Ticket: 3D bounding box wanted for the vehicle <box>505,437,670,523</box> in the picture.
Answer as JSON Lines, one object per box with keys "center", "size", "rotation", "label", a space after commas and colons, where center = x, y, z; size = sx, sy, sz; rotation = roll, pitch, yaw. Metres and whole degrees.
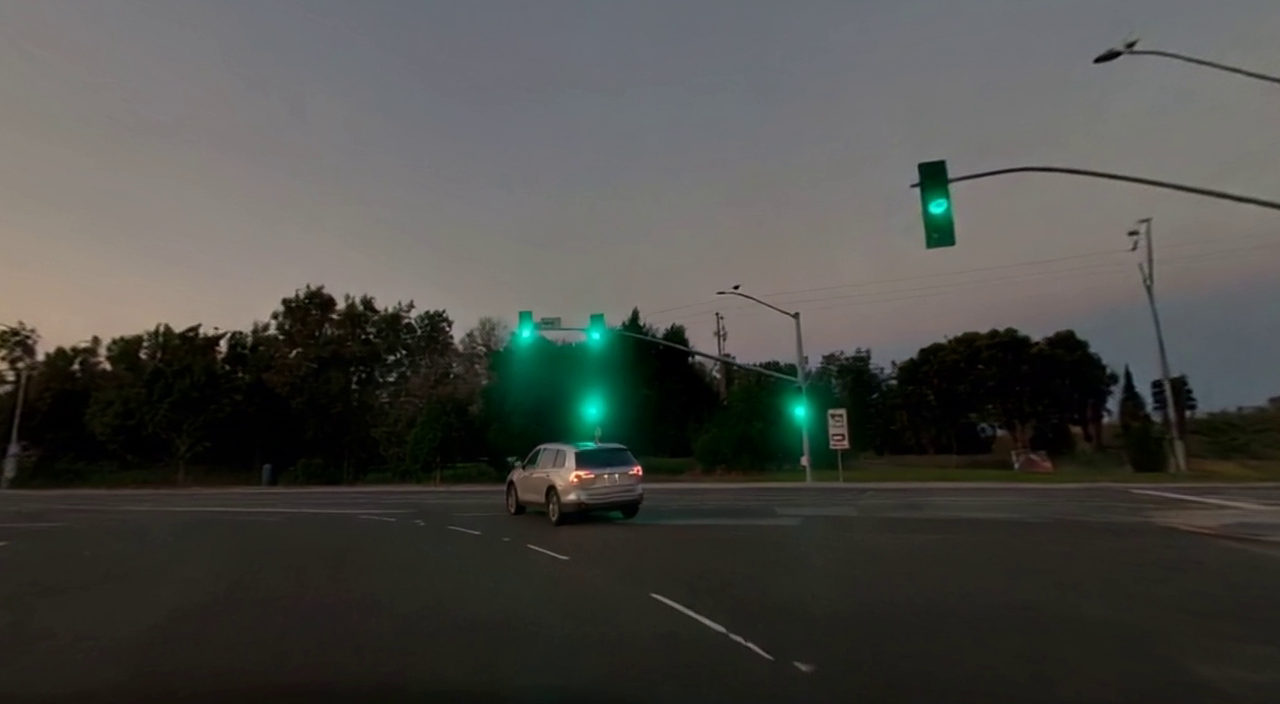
{"center": [-1.355, 2.813, 14.489], "size": [1.938, 1.648, 4.211], "rotation": [6, -10, -34], "label": "vehicle"}
